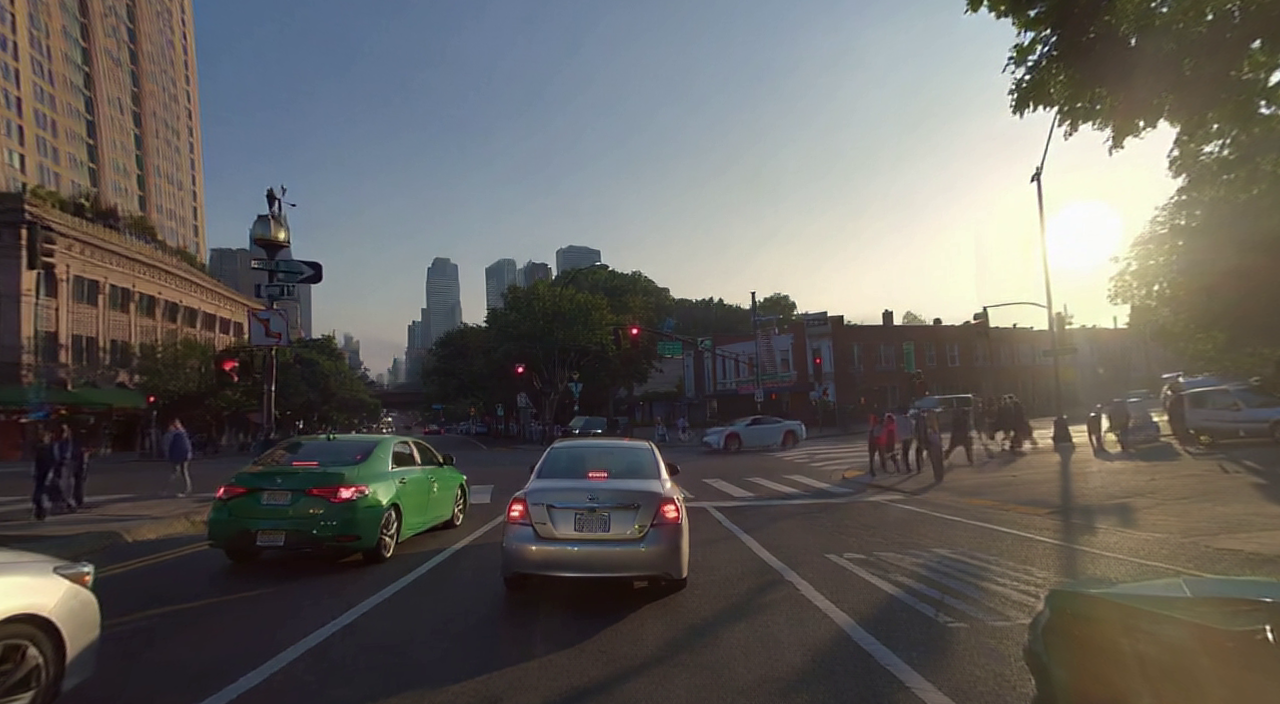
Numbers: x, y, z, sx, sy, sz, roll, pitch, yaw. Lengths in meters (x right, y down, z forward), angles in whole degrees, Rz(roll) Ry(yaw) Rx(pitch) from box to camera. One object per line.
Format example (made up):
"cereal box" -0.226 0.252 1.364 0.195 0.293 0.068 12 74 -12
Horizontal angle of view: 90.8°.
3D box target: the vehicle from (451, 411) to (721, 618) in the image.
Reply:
"vehicle" -0.415 1.501 6.716 1.999 1.520 3.896 0 -8 -1

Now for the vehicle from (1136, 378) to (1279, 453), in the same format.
"vehicle" 21.629 2.354 22.871 5.863 2.493 2.354 2 -9 -12

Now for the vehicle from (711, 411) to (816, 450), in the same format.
"vehicle" 6.059 3.896 31.004 4.657 1.769 1.979 3 -9 -20

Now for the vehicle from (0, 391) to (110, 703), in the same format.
"vehicle" -3.913 0.697 1.173 1.995 1.524 4.438 0 -8 0

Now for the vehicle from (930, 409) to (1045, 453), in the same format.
"vehicle" 14.301 3.294 25.960 4.392 1.667 1.958 4 -9 -28

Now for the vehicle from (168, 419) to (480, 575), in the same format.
"vehicle" -3.688 1.755 8.462 1.934 1.522 4.287 0 -8 0
